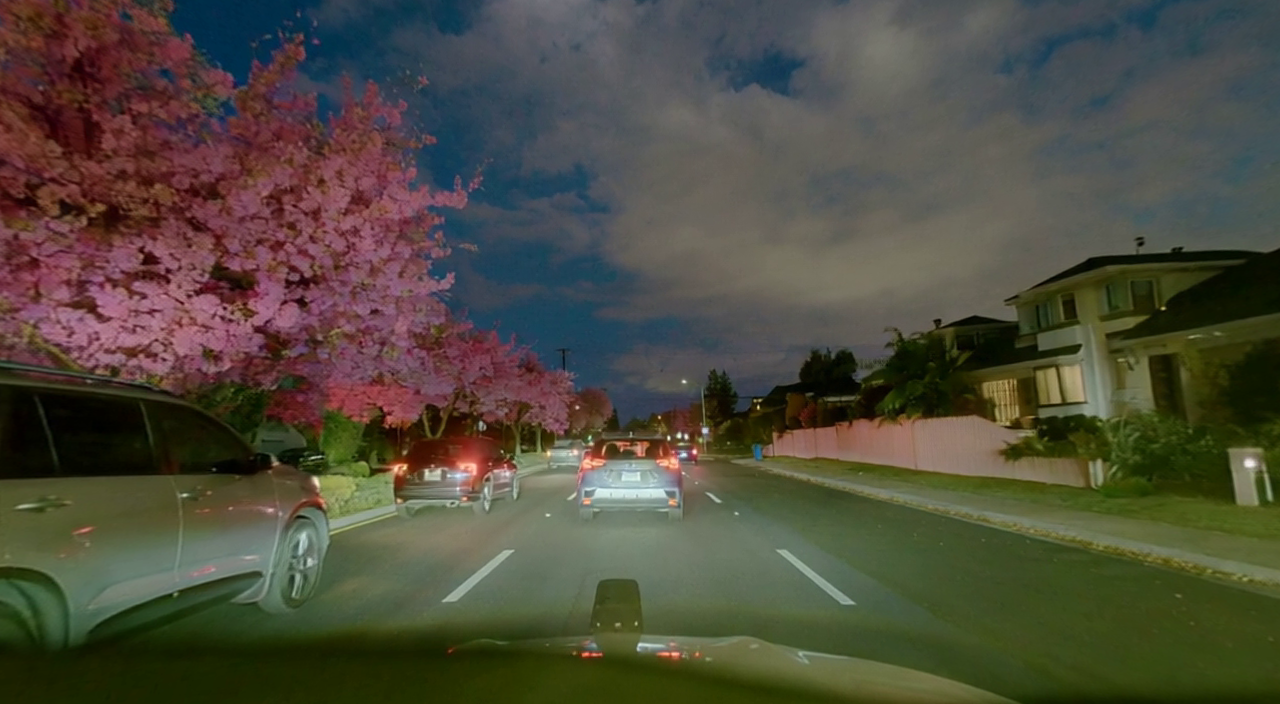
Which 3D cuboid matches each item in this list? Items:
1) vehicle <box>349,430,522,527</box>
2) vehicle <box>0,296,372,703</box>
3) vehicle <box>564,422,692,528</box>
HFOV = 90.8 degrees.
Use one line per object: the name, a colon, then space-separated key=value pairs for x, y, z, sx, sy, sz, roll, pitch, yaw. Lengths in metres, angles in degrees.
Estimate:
vehicle: x=-3.689 y=2.347 z=12.266 sx=2.066 sy=1.565 sz=3.905 roll=0 pitch=-8 yaw=0
vehicle: x=-3.613 y=0.917 z=3.572 sx=2.161 sy=1.919 sz=4.798 roll=0 pitch=-8 yaw=-1
vehicle: x=-0.213 y=2.199 z=11.799 sx=1.997 sy=1.636 sz=3.760 roll=0 pitch=-8 yaw=-1
